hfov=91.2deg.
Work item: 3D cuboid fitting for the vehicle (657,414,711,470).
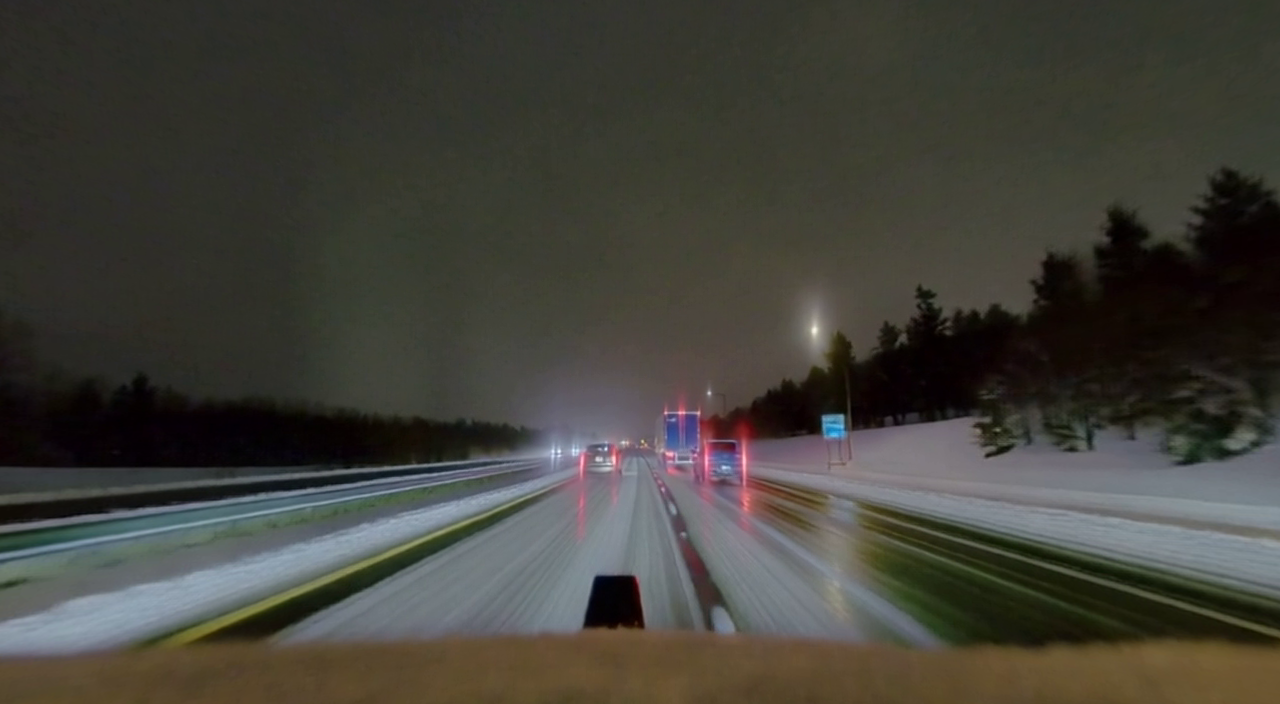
[{"bbox_3d":[3.241,7.082,49.093,3.143,3.880,10.117,0,-9,-2],"label":"vehicle"}]

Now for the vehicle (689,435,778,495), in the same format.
[{"bbox_3d":[2.861,3.593,20.206,2.230,1.715,4.243,0,-9,0],"label":"vehicle"}]

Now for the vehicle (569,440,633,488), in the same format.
[{"bbox_3d":[-1.386,4.309,24.387,2.181,1.653,4.691,0,-9,0],"label":"vehicle"}]
